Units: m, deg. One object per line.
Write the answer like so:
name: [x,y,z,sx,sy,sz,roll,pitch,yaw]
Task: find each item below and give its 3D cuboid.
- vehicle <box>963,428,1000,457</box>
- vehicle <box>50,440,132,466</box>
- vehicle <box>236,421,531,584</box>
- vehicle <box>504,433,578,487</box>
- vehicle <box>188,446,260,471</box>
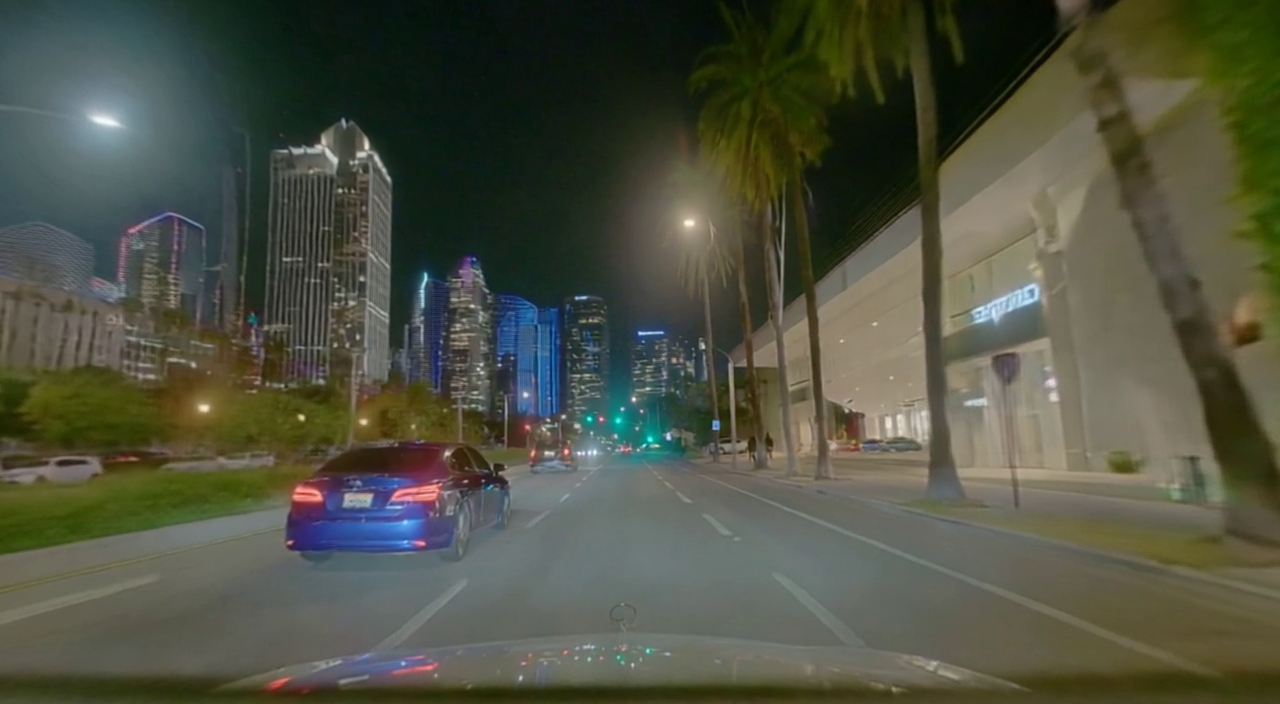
vehicle: [23.955,6.361,44.282,1.679,1.923,3.703,-6,-11,36]
vehicle: [-43.037,7.933,49.593,4.367,1.957,2.099,1,-9,-2]
vehicle: [-2.845,1.781,8.326,2.071,1.544,4.383,0,-9,-1]
vehicle: [-3.346,3.734,22.126,1.894,1.702,3.999,0,-9,0]
vehicle: [-31.287,8.027,47.745,1.947,1.763,5.176,0,-9,-1]
